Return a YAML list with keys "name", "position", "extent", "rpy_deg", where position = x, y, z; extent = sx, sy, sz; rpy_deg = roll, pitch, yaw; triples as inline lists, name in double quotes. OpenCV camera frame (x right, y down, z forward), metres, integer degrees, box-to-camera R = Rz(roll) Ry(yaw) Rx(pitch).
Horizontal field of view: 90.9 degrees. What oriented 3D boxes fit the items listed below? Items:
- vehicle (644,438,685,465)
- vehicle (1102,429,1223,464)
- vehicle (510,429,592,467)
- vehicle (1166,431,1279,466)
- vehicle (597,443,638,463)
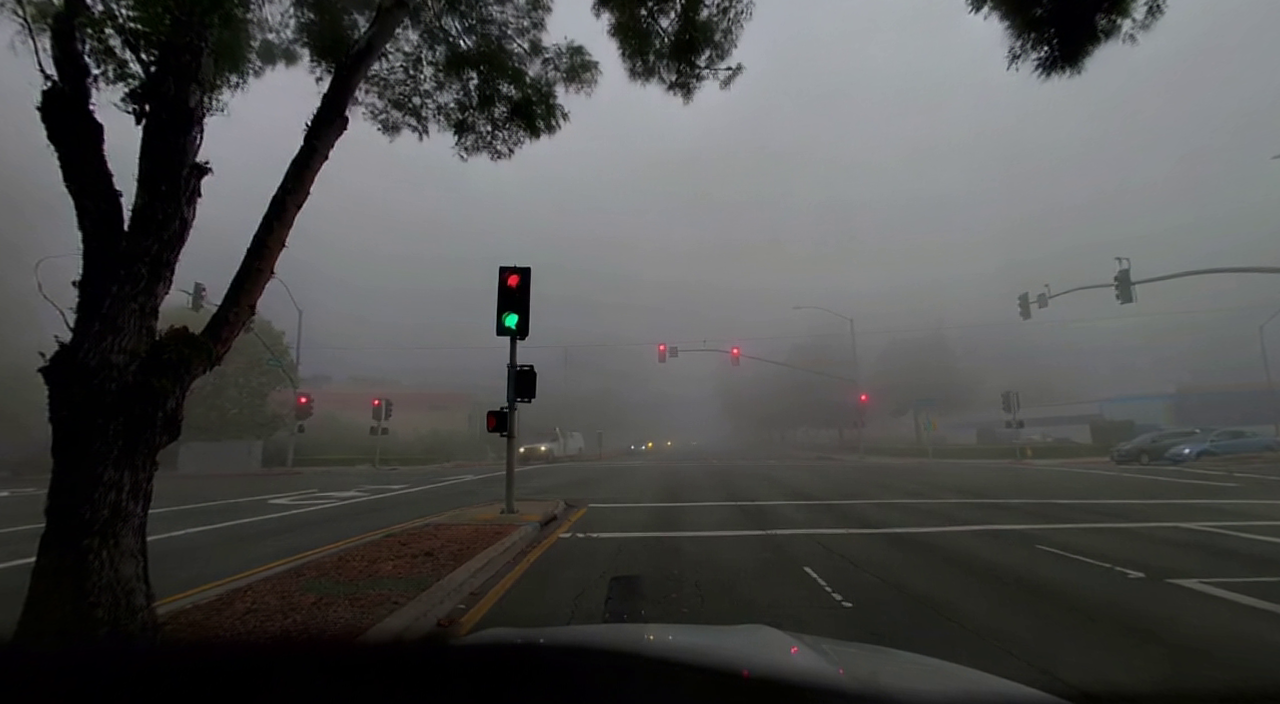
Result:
- name: "vehicle"
  position: [1.733, 6.772, 43.263]
  extent: [2.197, 1.739, 4.177]
  rpy_deg: [-2, -8, 10]
- name: "vehicle"
  position: [25.907, 4.681, 31.358]
  extent: [4.441, 1.674, 2.035]
  rpy_deg: [1, -8, -8]
- name: "vehicle"
  position: [-5.783, 6.510, 42.995]
  extent: [2.775, 2.246, 9.043]
  rpy_deg: [-2, -8, 10]
- name: "vehicle"
  position: [26.290, 4.243, 27.896]
  extent: [4.644, 1.470, 1.922]
  rpy_deg: [1, -8, -10]
- name: "vehicle"
  position: [-1.635, 7.571, 47.489]
  extent: [2.076, 1.476, 3.873]
  rpy_deg: [-2, -8, 13]
